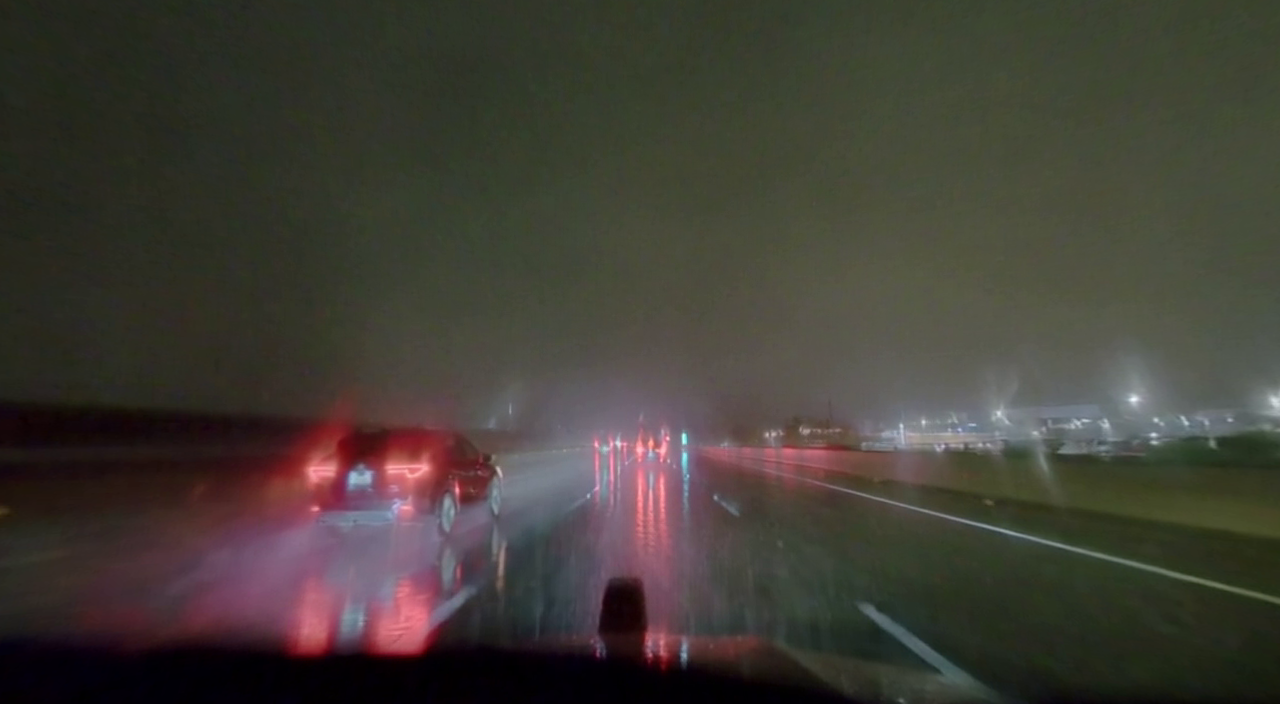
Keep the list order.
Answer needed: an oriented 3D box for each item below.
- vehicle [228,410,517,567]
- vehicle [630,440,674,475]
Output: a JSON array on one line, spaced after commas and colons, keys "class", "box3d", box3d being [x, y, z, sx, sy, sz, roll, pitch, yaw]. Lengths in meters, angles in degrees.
[{"class": "vehicle", "box3d": [-3.511, 1.899, 9.561, 2.239, 1.761, 4.620, 0, -8, 1]}, {"class": "vehicle", "box3d": [0.545, 5.068, 30.492, 2.000, 1.558, 3.945, 0, -8, 0]}]
